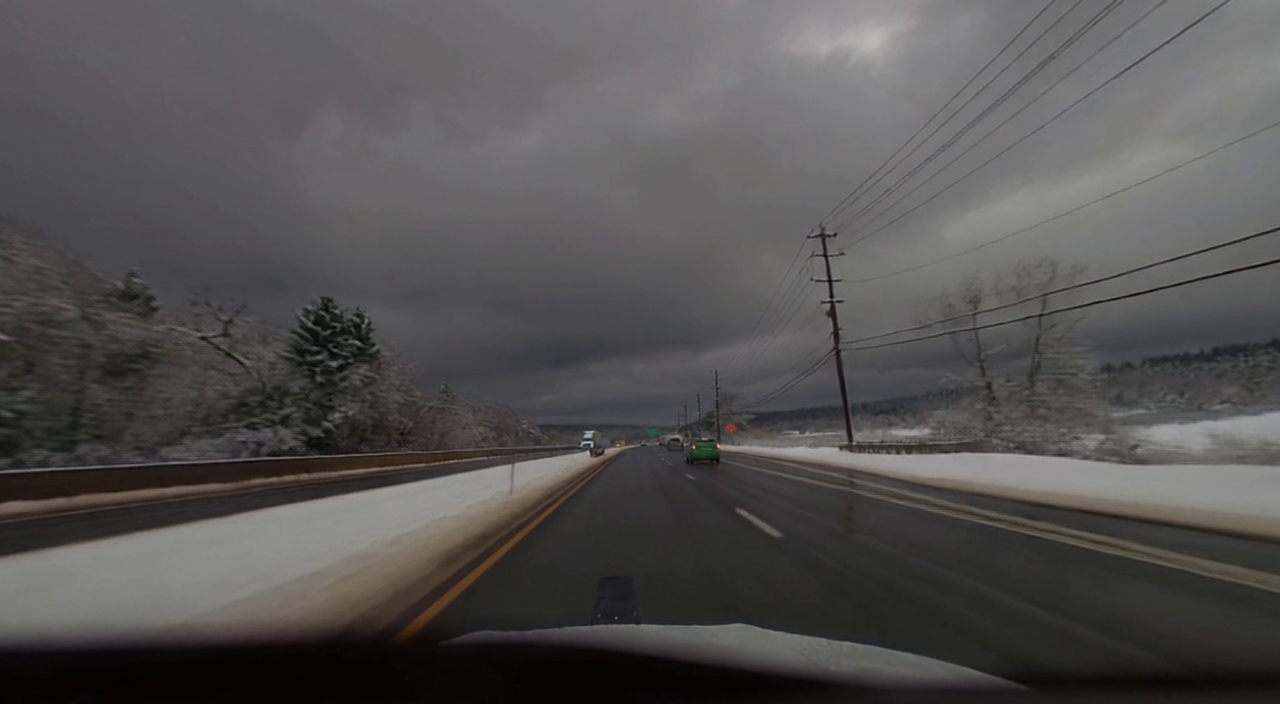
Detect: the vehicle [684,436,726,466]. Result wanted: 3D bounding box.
[{"bbox_3d":[3.653,5.649,36.159,1.977,1.581,4.428,-1,-8,0],"label":"vehicle"}]
